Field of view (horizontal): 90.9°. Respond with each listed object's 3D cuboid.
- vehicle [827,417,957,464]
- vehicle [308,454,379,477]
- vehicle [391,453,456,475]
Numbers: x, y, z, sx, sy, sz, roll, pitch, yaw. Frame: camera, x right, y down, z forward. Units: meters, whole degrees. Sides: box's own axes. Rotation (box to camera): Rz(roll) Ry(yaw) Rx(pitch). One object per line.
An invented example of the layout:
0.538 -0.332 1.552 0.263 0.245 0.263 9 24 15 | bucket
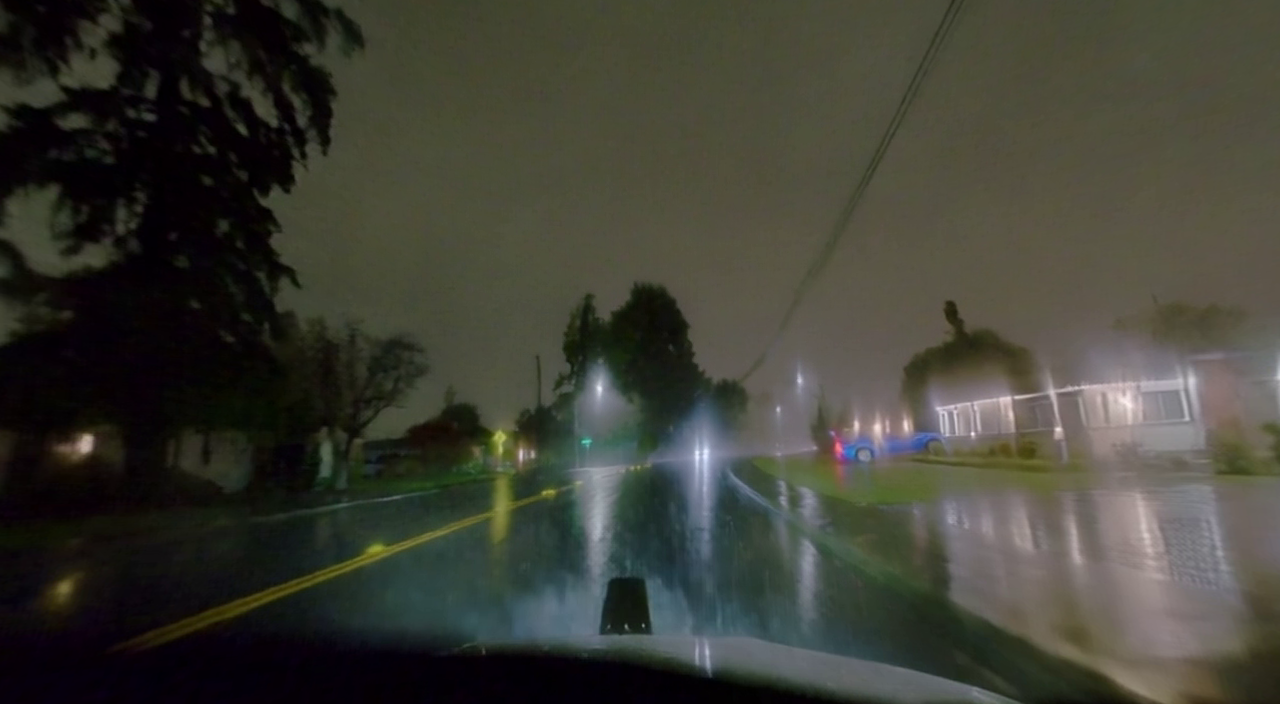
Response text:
12.731 4.576 32.305 5.704 1.788 2.095 -7 -11 11 | vehicle
-23.482 8.967 49.991 4.751 1.489 2.052 -5 -9 9 | vehicle
-16.748 8.675 48.824 4.270 1.481 1.972 -4 -9 12 | vehicle
